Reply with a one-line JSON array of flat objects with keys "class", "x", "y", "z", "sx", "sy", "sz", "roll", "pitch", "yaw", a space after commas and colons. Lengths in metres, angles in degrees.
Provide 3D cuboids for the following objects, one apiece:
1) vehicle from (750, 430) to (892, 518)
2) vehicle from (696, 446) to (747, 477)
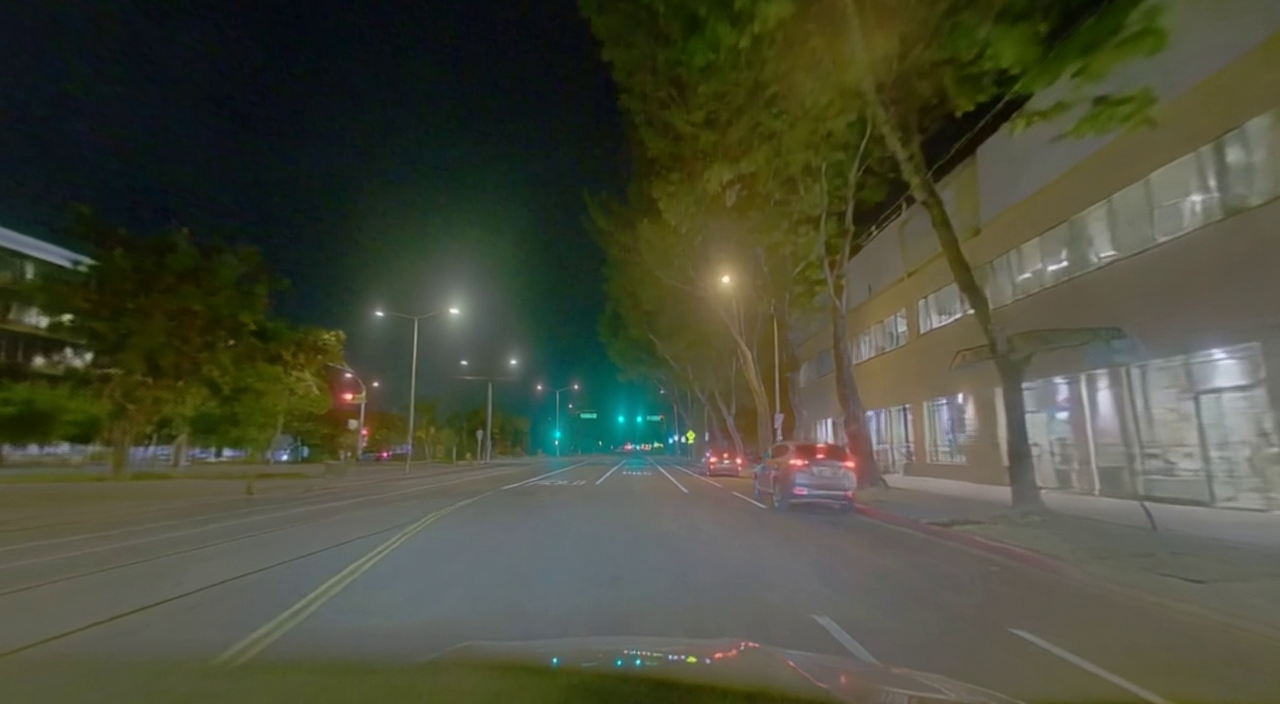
[{"class": "vehicle", "x": 4.051, "y": 2.805, "z": 15.040, "sx": 1.957, "sy": 1.753, "sz": 4.413, "roll": 0, "pitch": -8, "yaw": -2}, {"class": "vehicle", "x": 4.141, "y": 5.616, "z": 32.605, "sx": 1.856, "sy": 1.462, "sz": 4.501, "roll": 1, "pitch": -8, "yaw": -2}]
